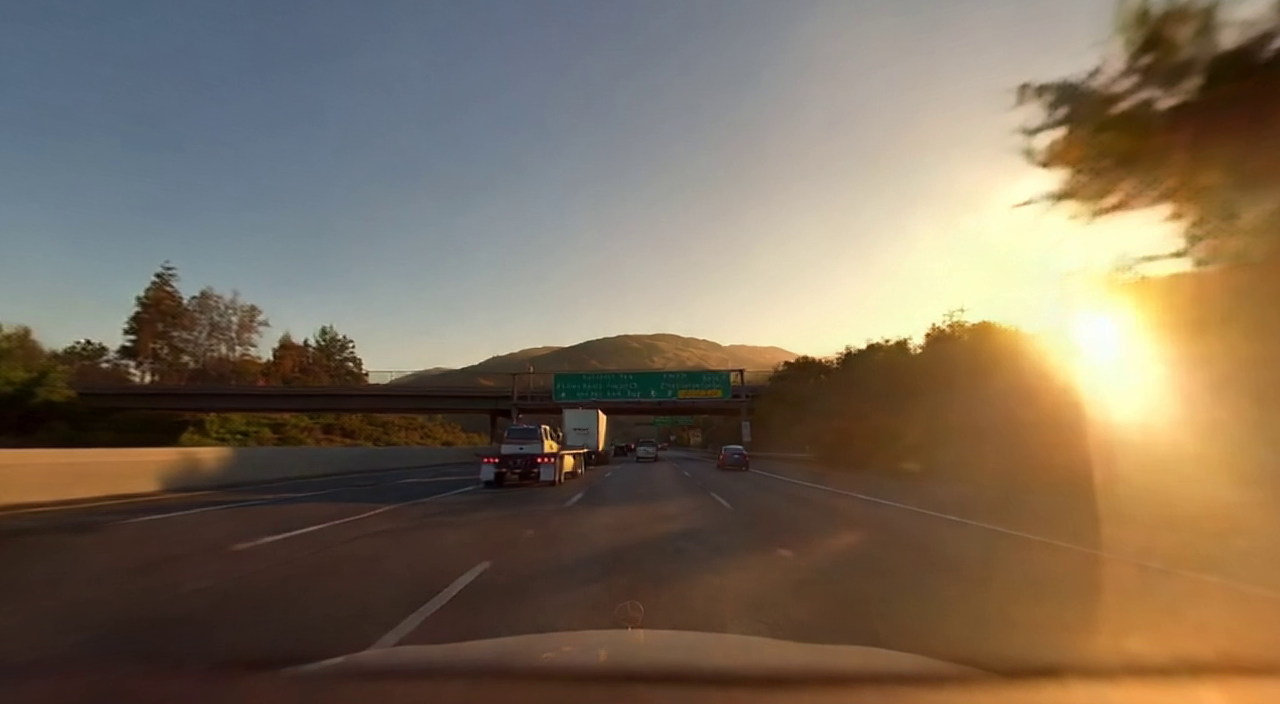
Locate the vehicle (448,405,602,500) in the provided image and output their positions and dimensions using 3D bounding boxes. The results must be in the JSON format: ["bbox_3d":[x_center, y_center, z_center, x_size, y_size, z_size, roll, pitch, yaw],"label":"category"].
[{"bbox_3d":[-3.424,3.769,24.355,2.854,2.379,16.653,0,-8,0],"label":"vehicle"}]

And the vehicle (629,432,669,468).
[{"bbox_3d":[0.588,6.095,39.348,2.309,2.023,5.130,-1,-8,1],"label":"vehicle"}]

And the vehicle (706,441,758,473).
[{"bbox_3d":[4.646,5.340,32.320,1.993,1.474,4.230,0,-8,0],"label":"vehicle"}]
